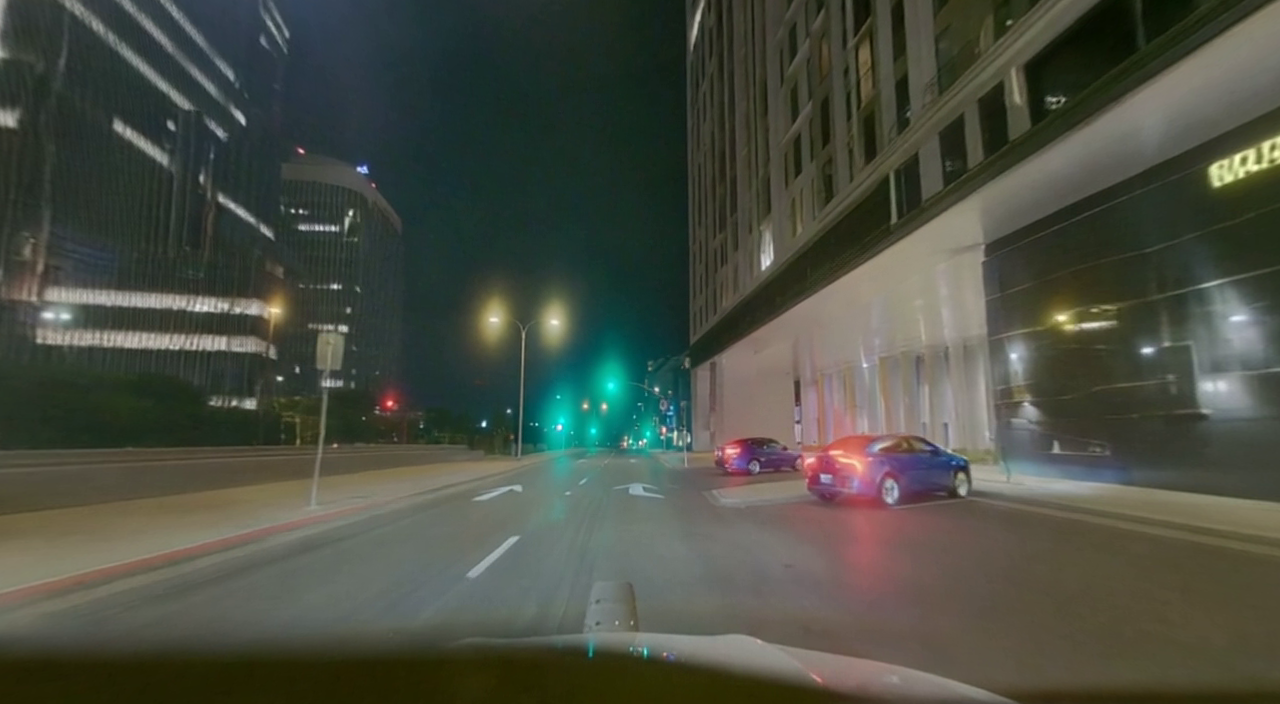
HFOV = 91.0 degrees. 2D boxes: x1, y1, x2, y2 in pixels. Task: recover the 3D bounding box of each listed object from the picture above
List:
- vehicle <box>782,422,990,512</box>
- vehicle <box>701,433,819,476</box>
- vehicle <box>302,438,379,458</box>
[{"bbox_3d":[4.926,2.194,12.542,3.844,1.524,1.847,4,-9,-32],"label":"vehicle"},{"bbox_3d":[4.610,3.889,24.247,4.033,1.514,1.974,3,-9,-24],"label":"vehicle"},{"bbox_3d":[-19.612,6.294,41.464,2.660,1.211,4.739,-1,-8,2],"label":"vehicle"}]
